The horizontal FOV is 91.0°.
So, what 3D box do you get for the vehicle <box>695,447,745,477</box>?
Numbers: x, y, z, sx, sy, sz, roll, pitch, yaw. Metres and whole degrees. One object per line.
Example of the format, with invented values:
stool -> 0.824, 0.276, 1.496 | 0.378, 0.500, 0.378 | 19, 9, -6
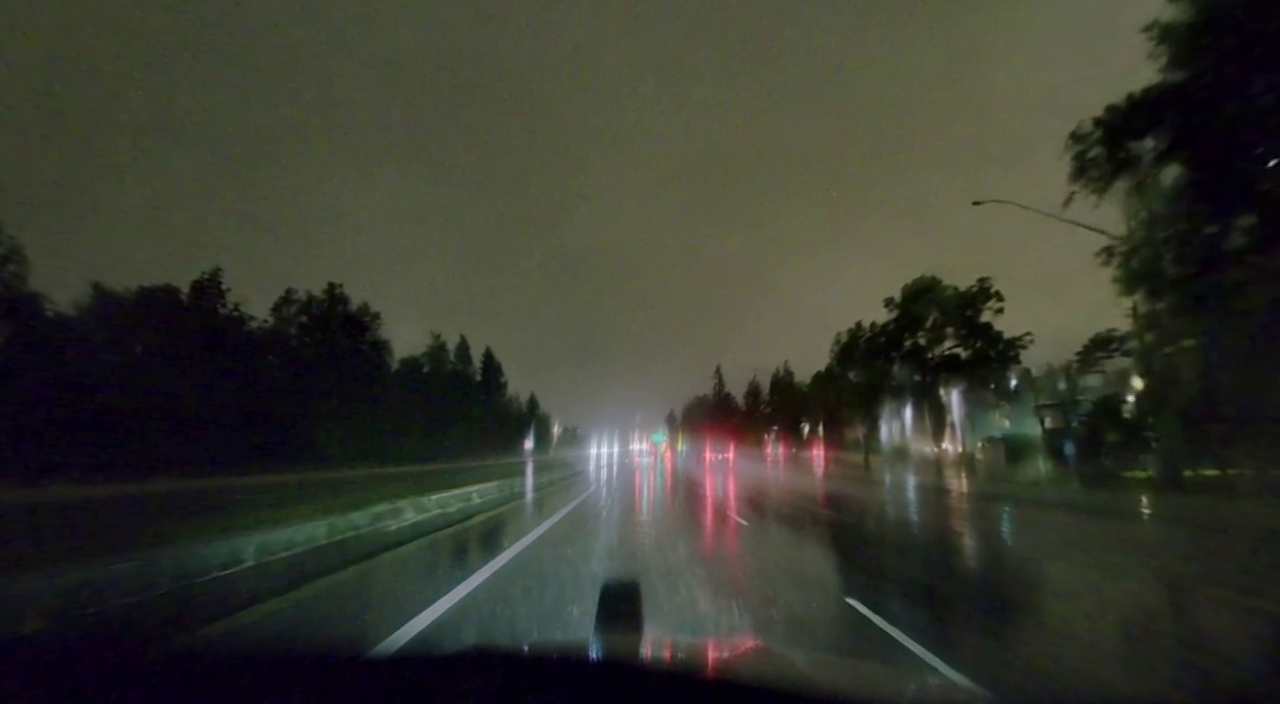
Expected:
vehicle -> 4.215, 5.867, 33.846 | 2.115, 1.522, 4.330 | 0, -9, 0
